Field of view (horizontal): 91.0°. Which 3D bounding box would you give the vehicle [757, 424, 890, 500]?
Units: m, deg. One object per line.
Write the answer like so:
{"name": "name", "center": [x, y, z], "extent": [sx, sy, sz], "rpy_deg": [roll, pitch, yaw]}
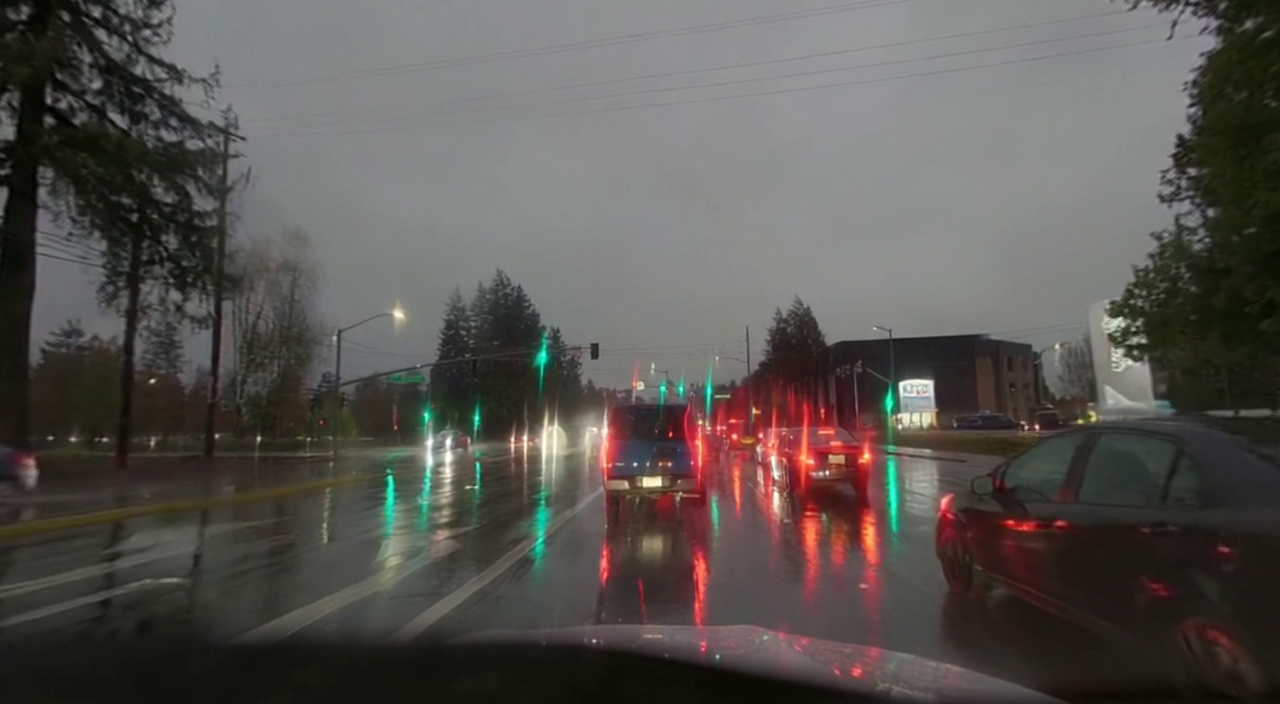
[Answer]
{"name": "vehicle", "center": [3.931, 2.446, 14.257], "extent": [1.862, 1.451, 4.083], "rpy_deg": [0, -9, 1]}

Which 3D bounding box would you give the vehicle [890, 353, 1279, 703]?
{"name": "vehicle", "center": [3.259, 1.013, 3.646], "extent": [2.109, 1.500, 4.585], "rpy_deg": [-1, -9, 5]}

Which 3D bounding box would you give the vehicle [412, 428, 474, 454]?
{"name": "vehicle", "center": [-14.018, 6.392, 44.995], "extent": [2.018, 1.715, 4.451], "rpy_deg": [-3, -9, 17]}

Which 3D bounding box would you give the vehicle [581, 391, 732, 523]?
{"name": "vehicle", "center": [0.400, 1.858, 11.458], "extent": [2.188, 1.892, 4.488], "rpy_deg": [-1, -9, 4]}

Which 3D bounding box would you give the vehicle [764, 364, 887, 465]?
{"name": "vehicle", "center": [8.104, 3.097, 29.082], "extent": [2.965, 3.900, 9.064], "rpy_deg": [0, -9, 1]}
